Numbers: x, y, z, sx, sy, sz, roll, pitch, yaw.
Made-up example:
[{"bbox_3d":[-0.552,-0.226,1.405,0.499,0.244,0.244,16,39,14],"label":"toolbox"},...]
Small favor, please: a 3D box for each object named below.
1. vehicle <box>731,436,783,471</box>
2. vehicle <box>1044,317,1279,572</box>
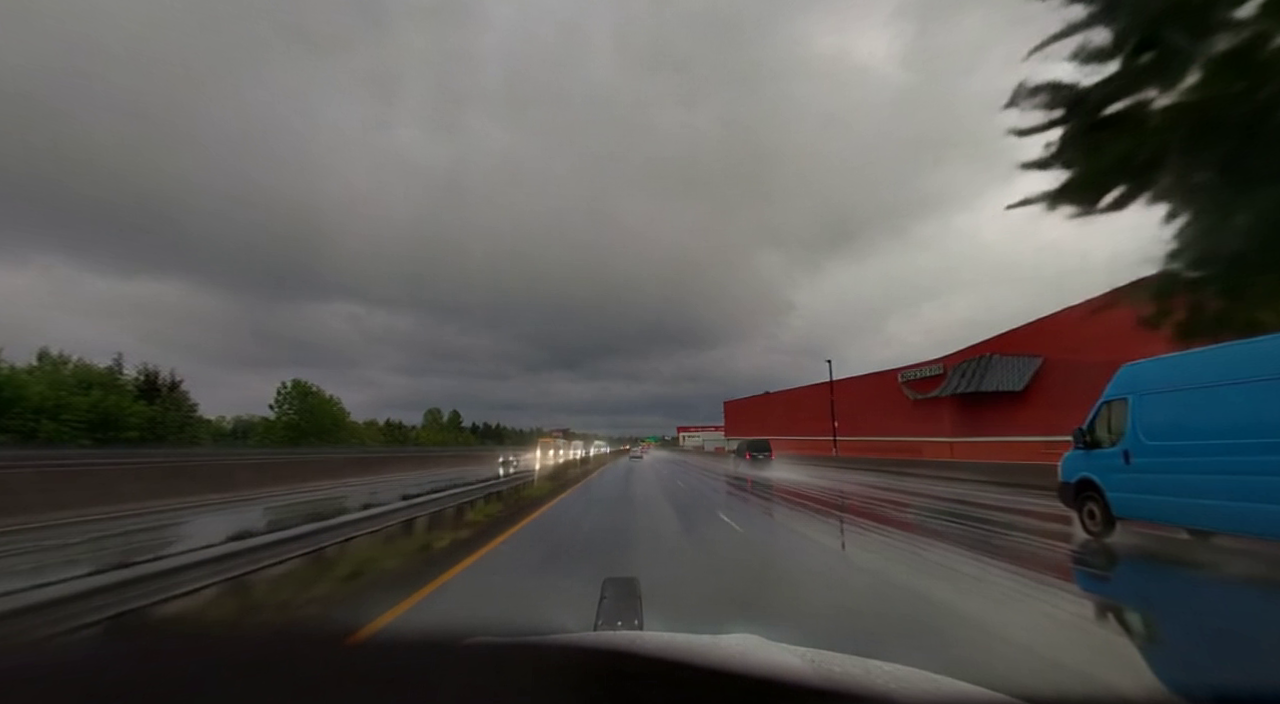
[{"bbox_3d":[7.087,6.219,38.680,2.156,1.943,5.010,0,-9,-1],"label":"vehicle"},{"bbox_3d":[7.801,1.045,7.104,2.283,2.631,6.053,0,-9,-1],"label":"vehicle"}]
